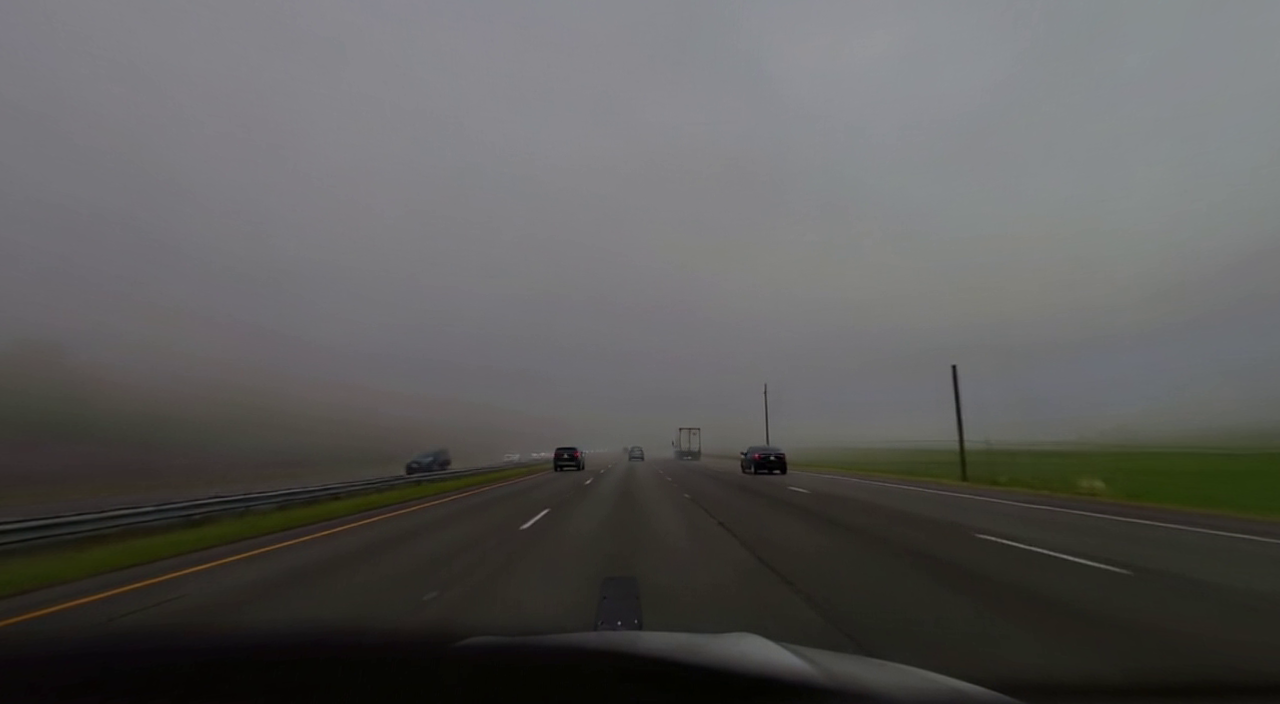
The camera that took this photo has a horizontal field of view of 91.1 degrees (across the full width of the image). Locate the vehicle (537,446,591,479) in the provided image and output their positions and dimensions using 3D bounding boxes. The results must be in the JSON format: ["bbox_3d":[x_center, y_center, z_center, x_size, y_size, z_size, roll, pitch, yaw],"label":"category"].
[{"bbox_3d":[-3.755,5.555,31.930,2.160,1.530,4.500,0,-9,0],"label":"vehicle"}]

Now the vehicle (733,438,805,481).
[{"bbox_3d":[5.356,4.551,26.777,2.069,1.625,4.832,0,-9,0],"label":"vehicle"}]

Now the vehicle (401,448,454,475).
[{"bbox_3d":[-13.861,7.137,41.234,1.965,1.601,4.189,0,-9,0],"label":"vehicle"}]
